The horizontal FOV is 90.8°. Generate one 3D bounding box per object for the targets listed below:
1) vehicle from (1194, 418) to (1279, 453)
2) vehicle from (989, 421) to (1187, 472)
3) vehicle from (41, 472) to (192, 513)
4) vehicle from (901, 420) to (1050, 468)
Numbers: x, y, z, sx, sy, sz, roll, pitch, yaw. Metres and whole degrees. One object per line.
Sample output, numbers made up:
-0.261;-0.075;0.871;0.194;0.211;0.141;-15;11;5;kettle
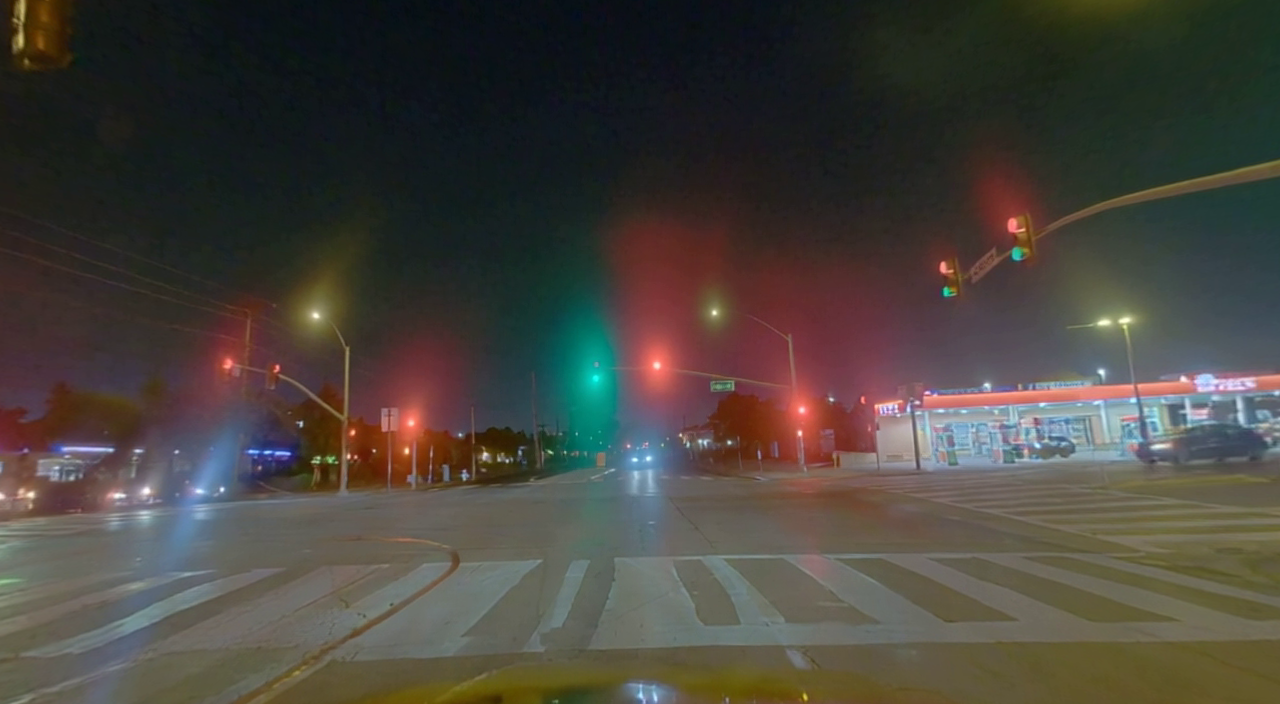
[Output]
28.064;3.700;28.030;4.728;1.468;2.083;-4;-9;24;vehicle
14.356;3.097;20.625;4.835;1.487;1.913;-4;-9;20;vehicle
-21.172;5.677;25.656;4.676;1.463;1.909;-1;-8;6;vehicle
13.020;3.652;24.948;4.916;1.730;1.986;-4;-9;21;vehicle
